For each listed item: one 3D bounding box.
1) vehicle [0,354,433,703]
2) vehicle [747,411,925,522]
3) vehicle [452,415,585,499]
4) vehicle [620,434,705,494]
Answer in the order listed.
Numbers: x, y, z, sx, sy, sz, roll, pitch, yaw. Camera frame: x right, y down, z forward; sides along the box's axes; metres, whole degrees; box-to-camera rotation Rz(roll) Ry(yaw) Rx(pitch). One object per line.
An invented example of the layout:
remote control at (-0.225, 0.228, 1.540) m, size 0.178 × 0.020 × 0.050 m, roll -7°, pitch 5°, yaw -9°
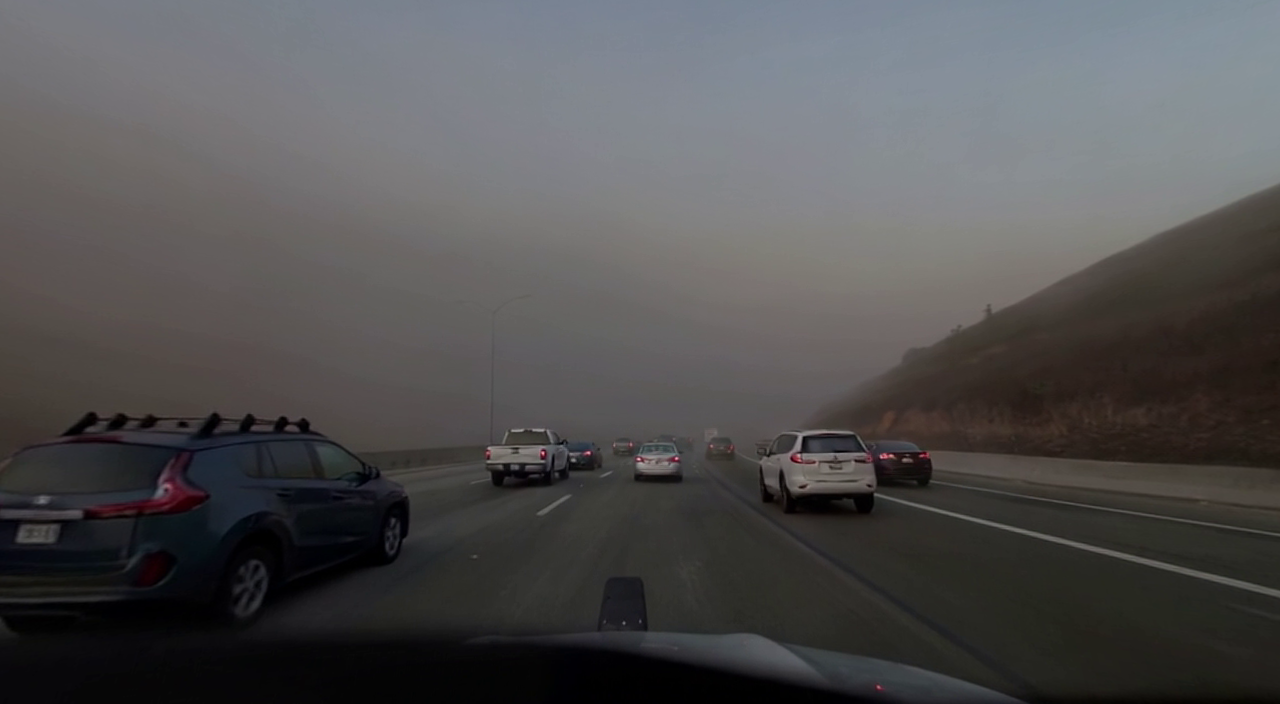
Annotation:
vehicle at (-3.604, 1.181, 5.202) m, size 2.179 × 1.723 × 4.410 m, roll 0°, pitch -8°, yaw 1°
vehicle at (3.526, 2.157, 12.400) m, size 2.046 × 1.765 × 4.534 m, roll 0°, pitch -8°, yaw 0°
vehicle at (-3.037, 2.810, 17.259) m, size 2.301 × 1.902 × 5.374 m, roll 0°, pitch -8°, yaw 3°
vehicle at (0.634, 3.110, 17.909) m, size 2.105 × 1.471 × 4.349 m, roll 0°, pitch -8°, yaw 2°
